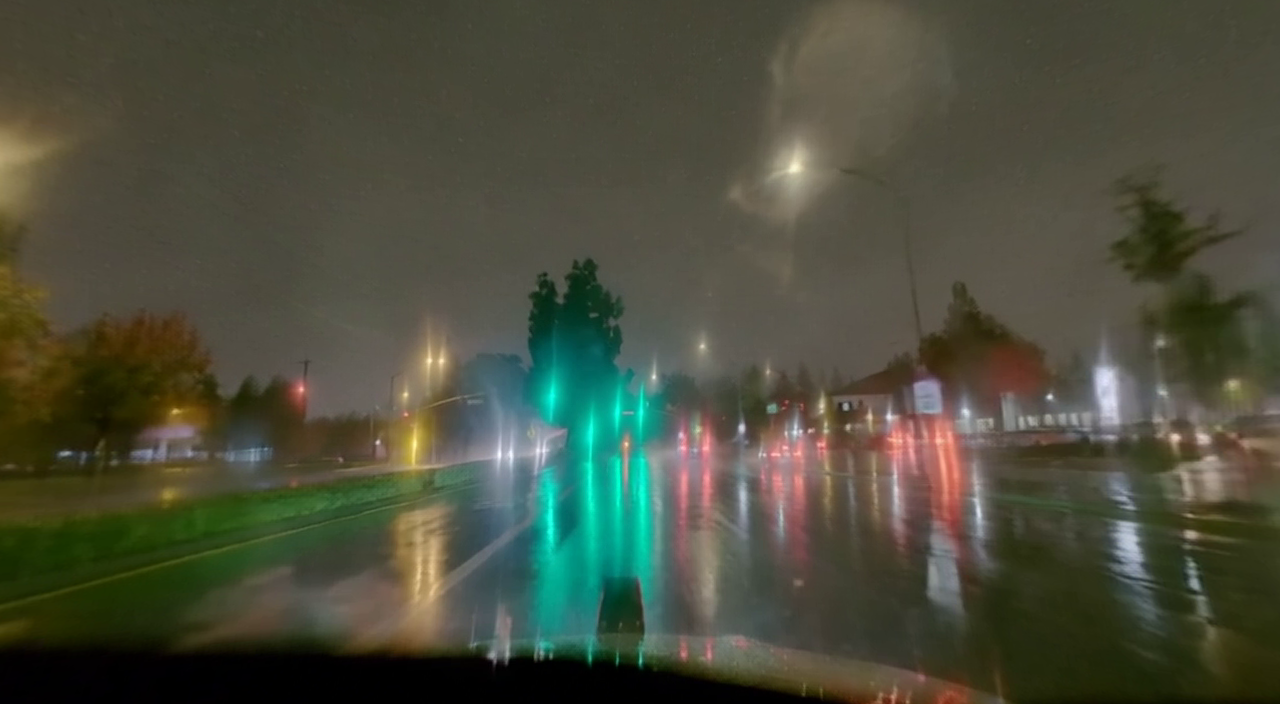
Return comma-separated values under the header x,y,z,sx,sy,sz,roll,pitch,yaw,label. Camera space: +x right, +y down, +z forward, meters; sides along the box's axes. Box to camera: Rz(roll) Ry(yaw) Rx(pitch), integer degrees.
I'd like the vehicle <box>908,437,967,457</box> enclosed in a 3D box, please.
x,y,z,sx,sy,sz,roll,pitch,yaw,label
22.513,7.220,47.888,3.536,1.412,1.727,0,-8,-1,vehicle

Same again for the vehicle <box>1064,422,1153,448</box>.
x,y,z,sx,sy,sz,roll,pitch,yaw,label
34.283,6.121,46.324,4.842,1.770,2.089,0,-9,0,vehicle

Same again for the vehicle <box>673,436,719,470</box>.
x,y,z,sx,sy,sz,roll,pitch,yaw,label
3.088,5.719,35.915,2.069,1.761,4.610,0,-8,-2,vehicle

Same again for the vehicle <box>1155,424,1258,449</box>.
x,y,z,sx,sy,sz,roll,pitch,yaw,label
34.330,5.146,38.350,4.273,1.446,1.929,-1,-8,2,vehicle
